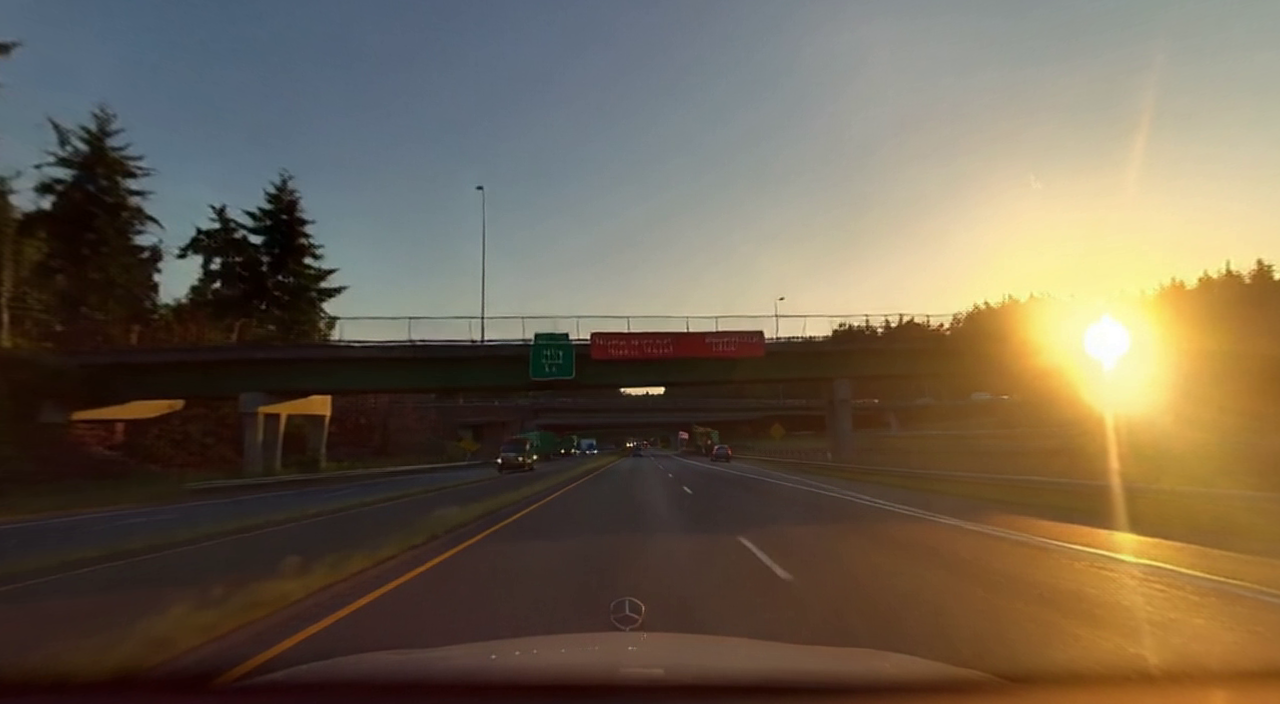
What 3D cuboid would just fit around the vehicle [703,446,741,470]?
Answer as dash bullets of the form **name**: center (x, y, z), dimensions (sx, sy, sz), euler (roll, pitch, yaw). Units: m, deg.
- **vehicle**: center (5.390, 7.015, 41.757), dimensions (1.987, 1.473, 4.244), euler (0, -9, 1)
